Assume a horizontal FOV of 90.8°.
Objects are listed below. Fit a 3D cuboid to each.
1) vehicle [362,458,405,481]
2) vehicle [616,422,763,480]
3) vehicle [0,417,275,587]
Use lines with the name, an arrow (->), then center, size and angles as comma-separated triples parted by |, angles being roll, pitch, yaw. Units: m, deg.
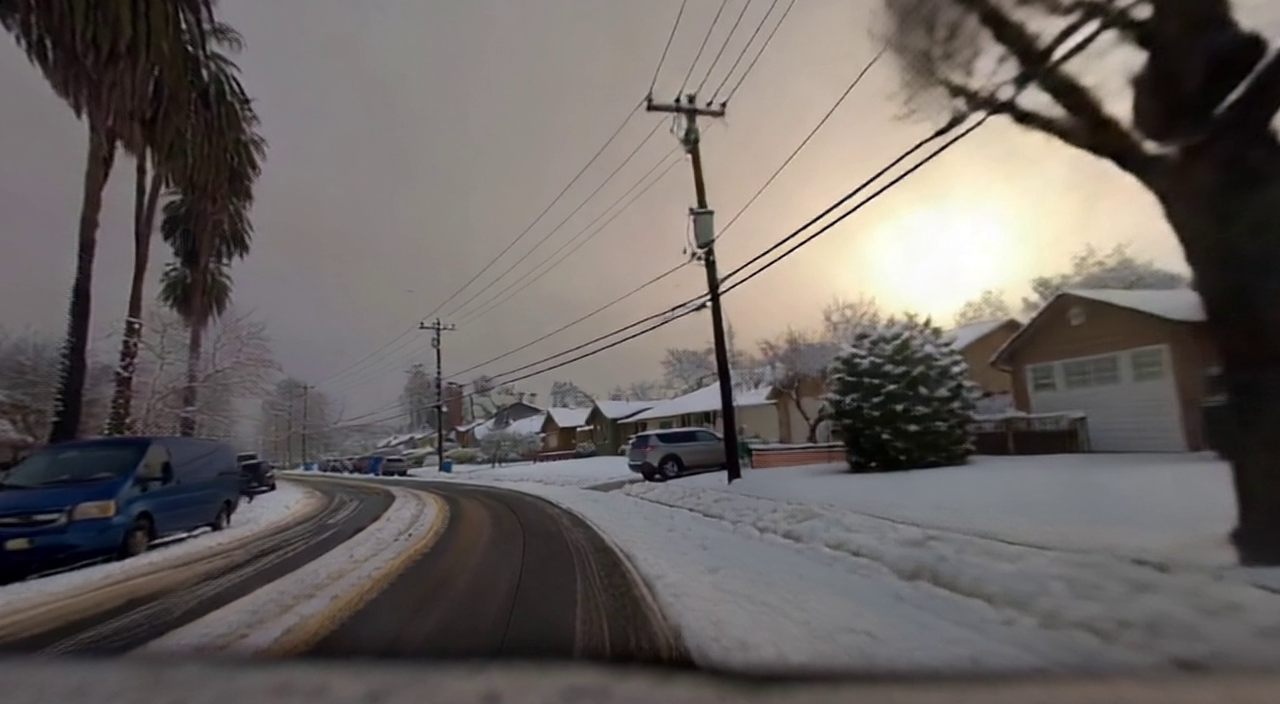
vehicle -> -18.753, 8.547, 46.157 | 1.870, 1.490, 3.802 | 6, -10, -38
vehicle -> 1.910, 3.770, 24.443 | 5.102, 2.040, 2.472 | 3, -9, -26
vehicle -> -9.001, 2.526, 11.346 | 2.552, 2.134, 6.076 | -2, -9, -14
